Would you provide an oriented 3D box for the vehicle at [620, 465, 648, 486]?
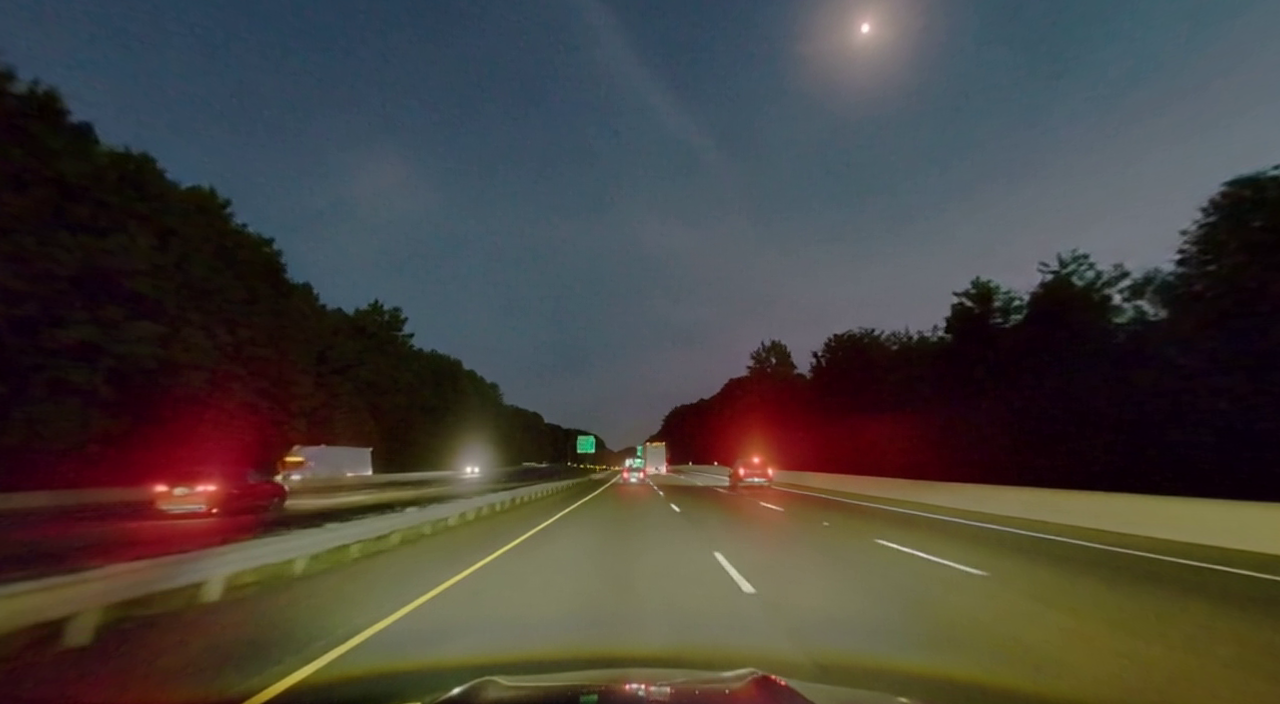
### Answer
[{"bbox_3d":[-0.438,9.244,47.245,1.987,1.467,3.903,1,-10,-1],"label":"vehicle"}]

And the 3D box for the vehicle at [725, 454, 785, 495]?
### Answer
[{"bbox_3d":[5.538,5.965,30.870,1.998,1.776,4.663,1,-10,-1],"label":"vehicle"}]

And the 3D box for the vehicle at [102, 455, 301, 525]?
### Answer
[{"bbox_3d":[-11.805,3.751,17.516,1.952,1.618,4.859,1,-10,1],"label":"vehicle"}]
